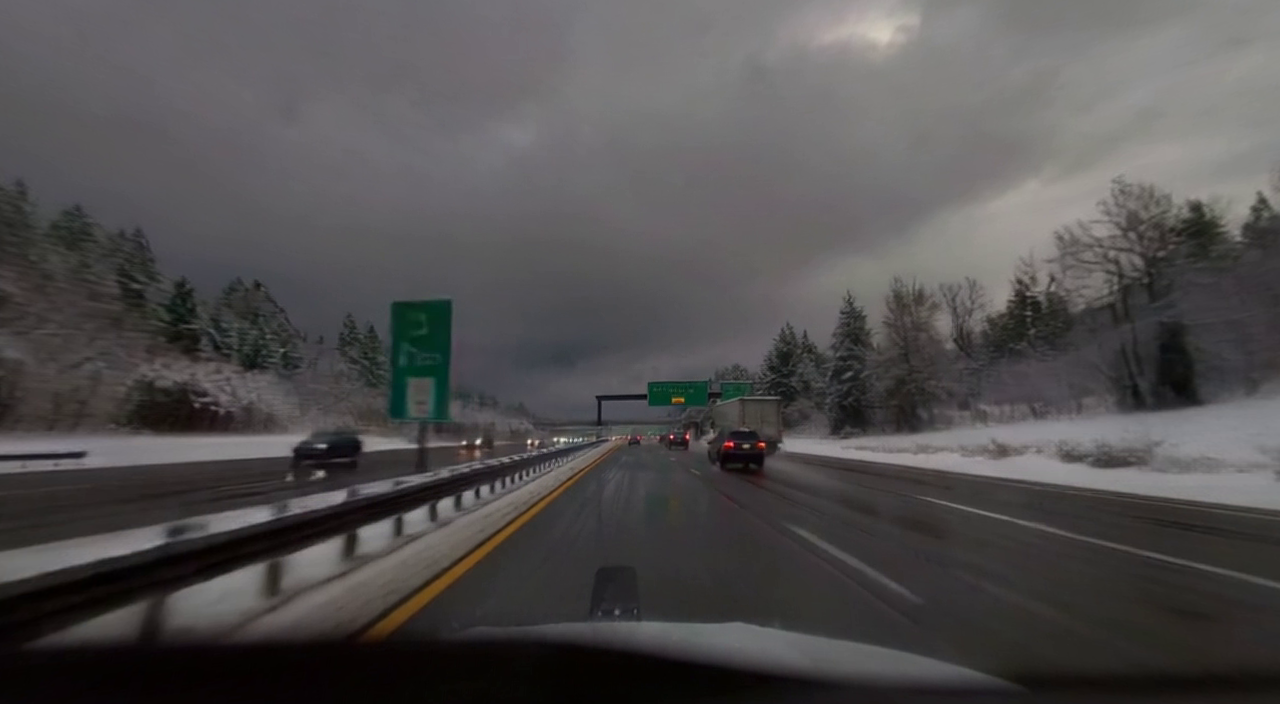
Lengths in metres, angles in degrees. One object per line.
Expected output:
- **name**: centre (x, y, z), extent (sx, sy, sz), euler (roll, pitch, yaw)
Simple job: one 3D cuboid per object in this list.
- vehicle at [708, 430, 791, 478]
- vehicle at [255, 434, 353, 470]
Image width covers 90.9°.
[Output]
- **vehicle**: centre (3.766, 3.593, 22.614), extent (1.986, 1.501, 4.529), euler (0, -8, -2)
- **vehicle**: centre (-15.438, 4.601, 29.287), extent (1.876, 1.505, 4.819), euler (0, -8, 0)
